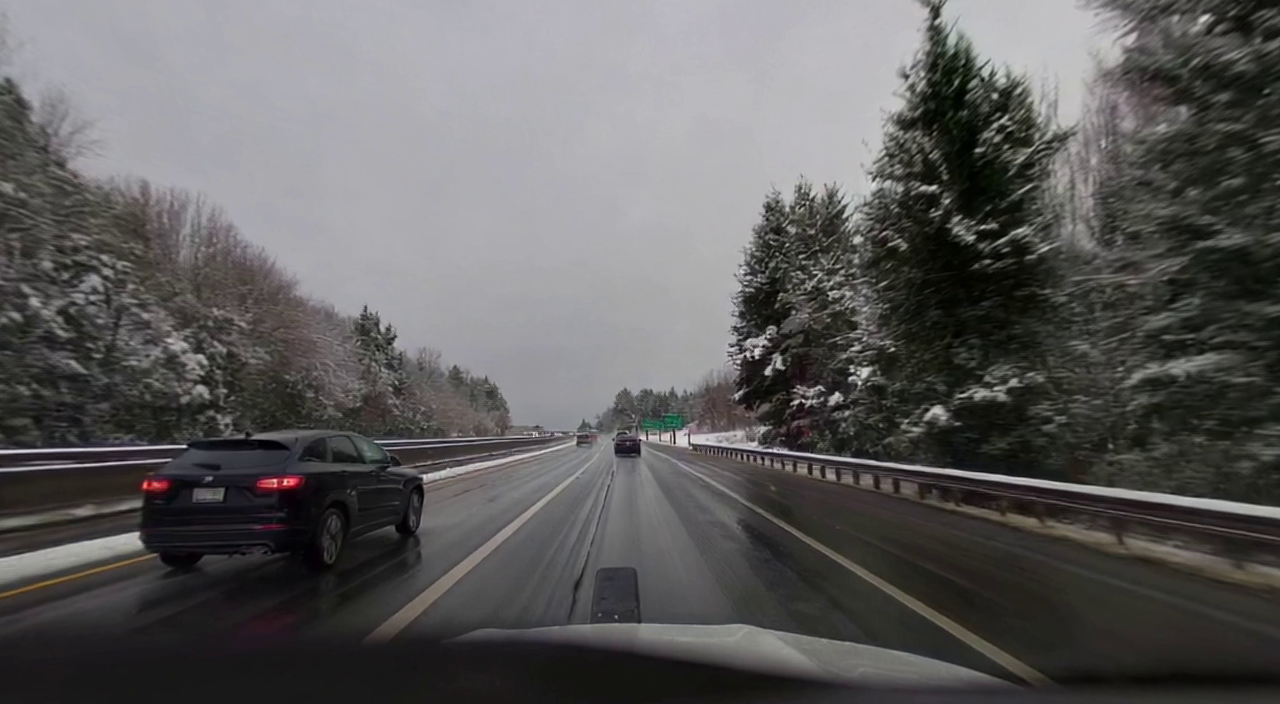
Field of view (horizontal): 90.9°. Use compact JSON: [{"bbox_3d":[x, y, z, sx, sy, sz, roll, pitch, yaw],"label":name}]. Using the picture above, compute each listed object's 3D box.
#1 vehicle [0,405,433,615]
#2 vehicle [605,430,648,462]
[{"bbox_3d":[-3.917,1.435,6.776,1.975,1.518,4.242,0,-8,-1],"label":"vehicle"},{"bbox_3d":[-0.742,5.102,34.521,2.162,1.616,4.242,0,-8,-1],"label":"vehicle"}]
